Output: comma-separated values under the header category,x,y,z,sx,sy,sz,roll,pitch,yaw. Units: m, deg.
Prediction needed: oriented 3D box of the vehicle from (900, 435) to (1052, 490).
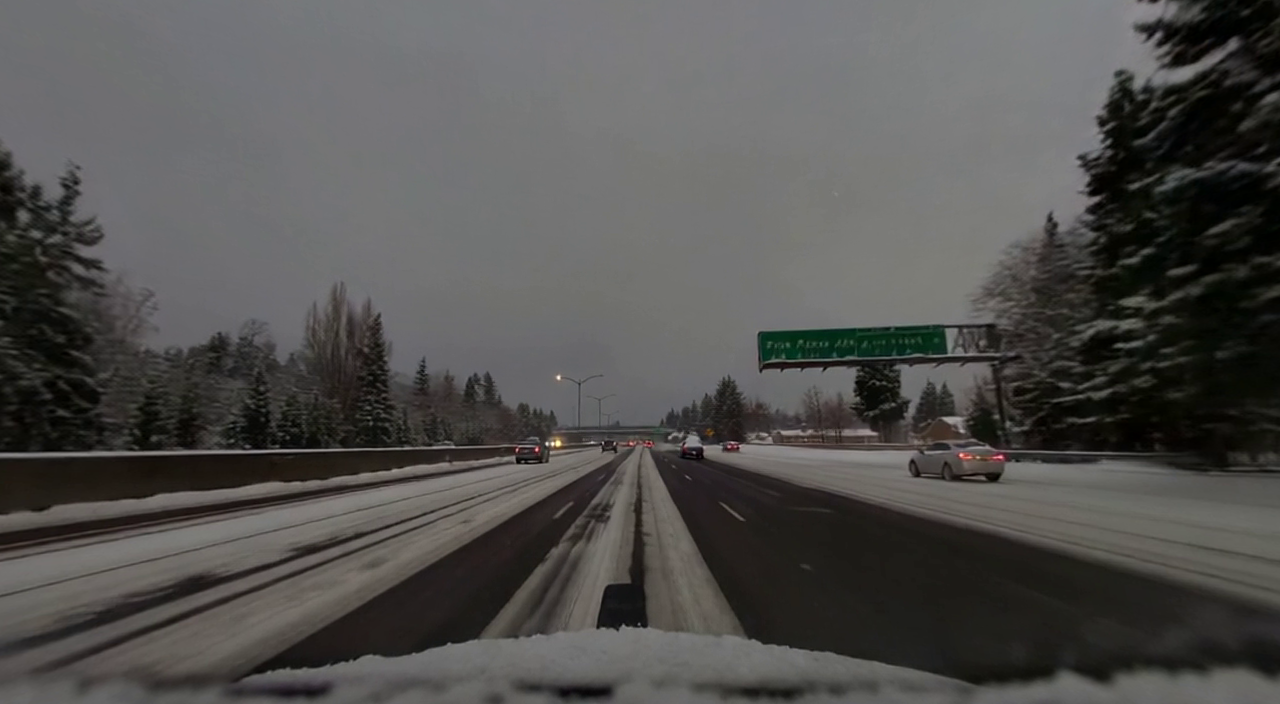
category,x,y,z,sx,sy,sz,roll,pitch,yaw
vehicle,10.176,3.373,19.553,1.979,1.467,4.839,0,-9,-1

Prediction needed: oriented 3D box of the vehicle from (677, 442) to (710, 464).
category,x,y,z,sx,sy,sz,roll,pitch,yaw
vehicle,3.636,6.956,43.496,1.950,1.453,3.378,0,-9,-1

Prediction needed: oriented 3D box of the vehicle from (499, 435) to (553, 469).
category,x,y,z,sx,sy,sz,roll,pitch,yaw
vehicle,-6.332,5.621,35.426,2.091,1.746,4.437,0,-9,1
